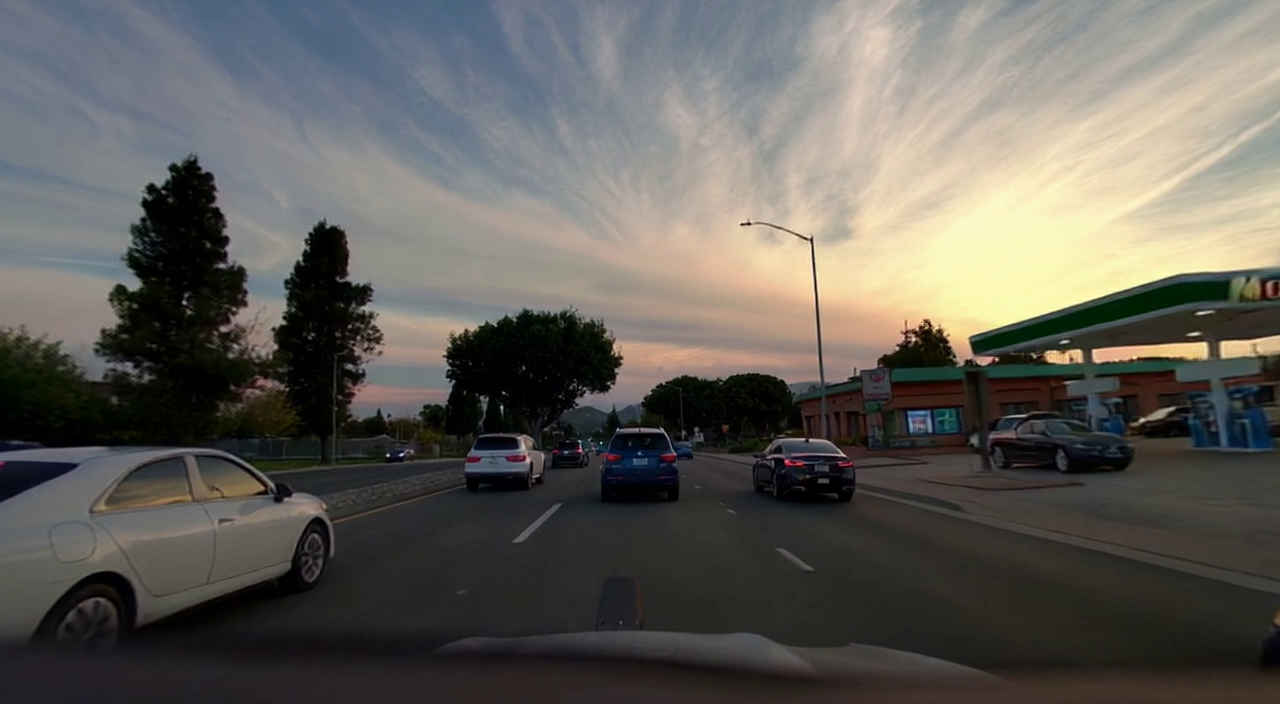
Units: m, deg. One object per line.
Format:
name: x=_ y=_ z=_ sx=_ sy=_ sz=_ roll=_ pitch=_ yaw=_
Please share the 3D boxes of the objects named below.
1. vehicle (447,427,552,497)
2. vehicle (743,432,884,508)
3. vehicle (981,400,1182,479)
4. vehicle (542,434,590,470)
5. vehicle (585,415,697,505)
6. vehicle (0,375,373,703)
vehicle: x=-3.747 y=2.993 z=17.603 sx=1.932 sy=1.695 sz=4.150 roll=0 pitch=-8 yaw=1
vehicle: x=3.781 y=2.650 z=14.741 sx=1.888 sy=1.456 sz=4.589 roll=0 pitch=-8 yaw=-1
vehicle: x=11.938 y=2.452 z=17.630 sx=2.102 sy=1.887 sz=4.673 roll=0 pitch=-8 yaw=-1
vehicle: x=-3.588 y=4.939 z=31.334 sx=1.871 sy=1.673 sz=3.920 roll=0 pitch=-8 yaw=1
vehicle: x=0.008 y=2.516 z=15.074 sx=2.279 sy=1.803 sz=4.254 roll=0 pitch=-8 yaw=0
vehicle: x=-3.606 y=1.131 z=4.251 sx=1.864 sy=1.574 sz=4.031 roll=0 pitch=-8 yaw=-1
